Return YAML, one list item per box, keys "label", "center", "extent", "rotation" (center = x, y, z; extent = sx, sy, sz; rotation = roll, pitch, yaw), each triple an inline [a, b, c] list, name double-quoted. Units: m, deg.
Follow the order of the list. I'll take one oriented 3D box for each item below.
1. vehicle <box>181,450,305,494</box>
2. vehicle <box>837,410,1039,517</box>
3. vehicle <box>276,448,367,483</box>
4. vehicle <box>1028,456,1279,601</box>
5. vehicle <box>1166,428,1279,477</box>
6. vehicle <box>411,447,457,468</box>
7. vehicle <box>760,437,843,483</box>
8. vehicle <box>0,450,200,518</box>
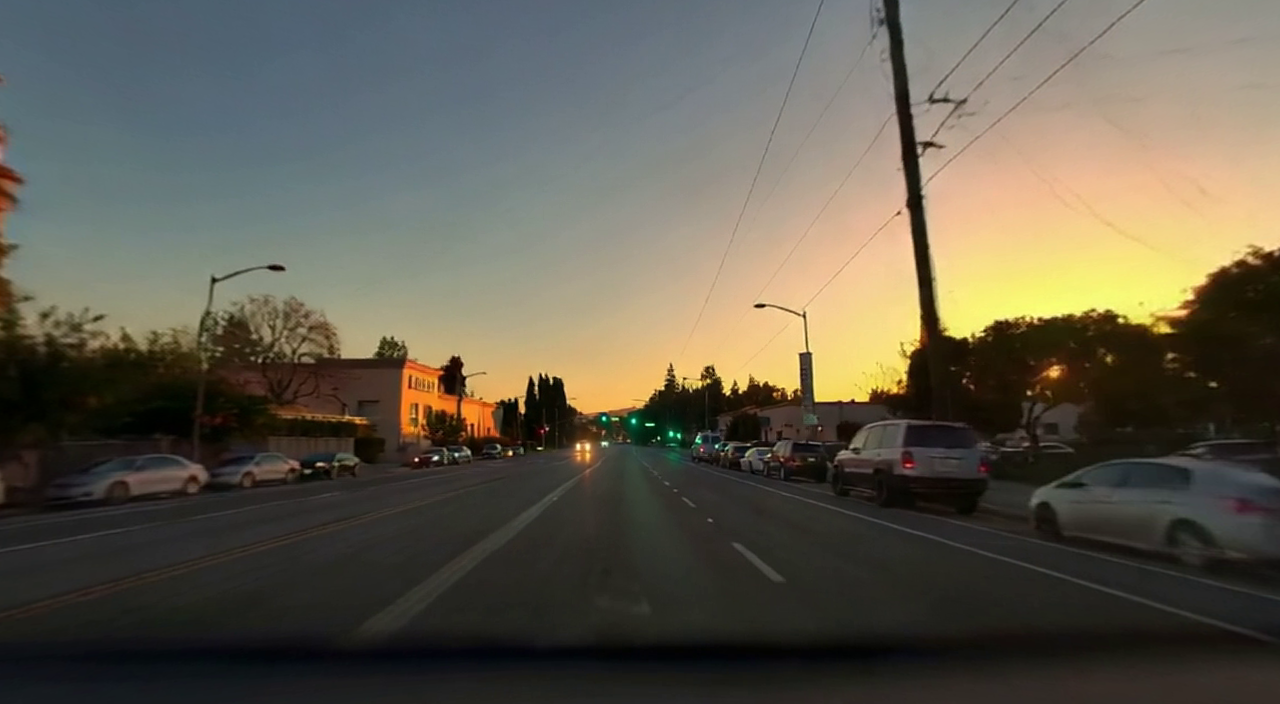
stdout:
- label: "vehicle"
  center: [-15.097, 4.541, 24.263]
  extent: [1.880, 1.488, 4.483]
  rotation: [0, -9, -1]
- label: "vehicle"
  center: [7.442, 2.919, 16.708]
  extent: [2.327, 2.296, 5.692]
  rotation: [1, -9, -3]
- label: "vehicle"
  center: [-15.064, 5.374, 30.087]
  extent: [1.897, 1.517, 4.802]
  rotation: [0, -9, -1]
- label: "vehicle"
  center: [7.759, 2.203, 8.419]
  extent: [1.992, 1.499, 4.715]
  rotation: [3, -9, -3]
- label: "vehicle"
  center: [26.904, 4.372, 27.472]
  extent: [2.195, 2.015, 5.433]
  rotation: [6, -10, -34]
- label: "vehicle"
  center: [-15.520, 7.960, 47.612]
  extent: [2.036, 1.478, 4.615]
  rotation: [0, -9, -1]
- label: "vehicle"
  center: [7.117, 4.827, 28.461]
  extent: [2.092, 1.887, 5.632]
  rotation: [0, -9, -2]
- label: "vehicle"
  center: [-14.901, 3.554, 17.547]
  extent: [1.836, 1.448, 4.941]
  rotation: [0, -7, -2]
